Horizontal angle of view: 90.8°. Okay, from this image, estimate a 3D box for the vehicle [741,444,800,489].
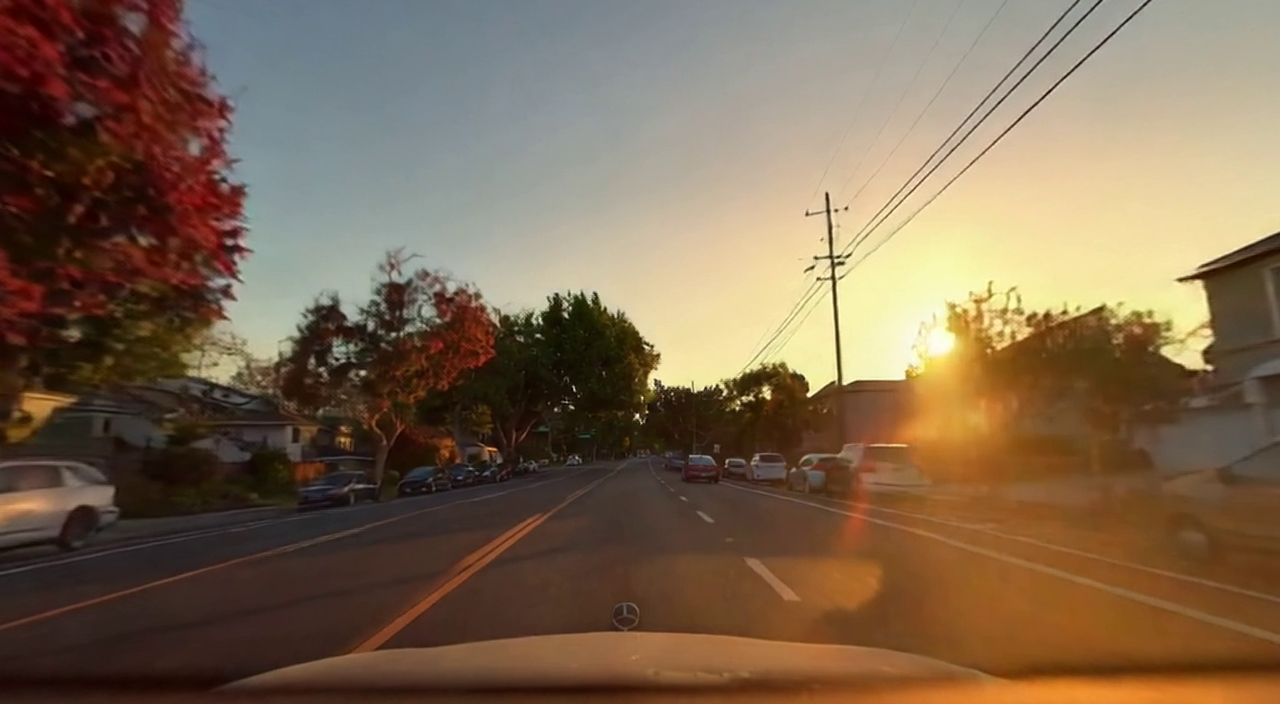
[{"bbox_3d":[7.154,6.333,35.330,2.081,2.286,4.941,0,-8,-2],"label":"vehicle"}]

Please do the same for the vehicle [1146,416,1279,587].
[{"bbox_3d":[7.839,1.449,5.756,2.001,1.793,5.146,0,-8,-3],"label":"vehicle"}]

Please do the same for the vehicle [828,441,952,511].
[{"bbox_3d":[7.495,3.715,19.563,1.873,1.867,4.673,0,-8,-1],"label":"vehicle"}]

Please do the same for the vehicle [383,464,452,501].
[{"bbox_3d":[-11.854,6.971,34.075,1.888,1.668,5.052,0,-8,0],"label":"vehicle"}]

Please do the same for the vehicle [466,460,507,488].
[{"bbox_3d":[-11.578,9.198,47.941,2.049,1.848,4.693,0,-8,-1],"label":"vehicle"}]

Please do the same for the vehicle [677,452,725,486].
[{"bbox_3d":[3.129,6.093,33.241,1.951,1.620,4.582,0,-8,-2],"label":"vehicle"}]

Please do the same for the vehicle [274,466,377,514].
[{"bbox_3d":[-11.790,5.163,24.042,1.809,1.476,4.423,0,-8,-3],"label":"vehicle"}]

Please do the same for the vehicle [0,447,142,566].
[{"bbox_3d":[-11.568,2.620,10.934,2.181,1.920,4.570,0,-8,-1],"label":"vehicle"}]
